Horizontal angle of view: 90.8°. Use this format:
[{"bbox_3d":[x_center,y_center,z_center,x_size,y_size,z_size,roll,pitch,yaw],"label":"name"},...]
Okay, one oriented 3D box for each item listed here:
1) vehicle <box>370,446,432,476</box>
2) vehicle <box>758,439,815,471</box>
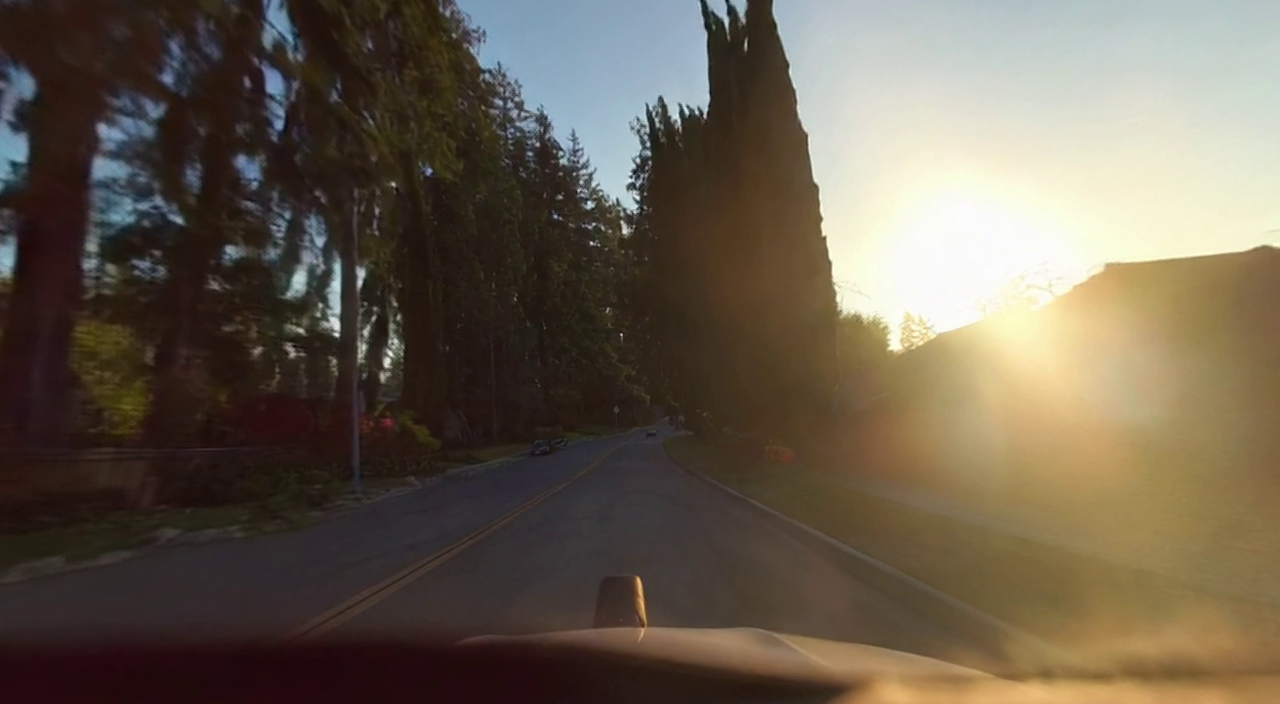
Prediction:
[{"bbox_3d":[-15.216,6.937,40.509,2.177,1.773,4.656,0,-8,0],"label":"vehicle"},{"bbox_3d":[8.081,5.721,35.252,1.954,1.652,4.520,0,-8,-2],"label":"vehicle"}]
